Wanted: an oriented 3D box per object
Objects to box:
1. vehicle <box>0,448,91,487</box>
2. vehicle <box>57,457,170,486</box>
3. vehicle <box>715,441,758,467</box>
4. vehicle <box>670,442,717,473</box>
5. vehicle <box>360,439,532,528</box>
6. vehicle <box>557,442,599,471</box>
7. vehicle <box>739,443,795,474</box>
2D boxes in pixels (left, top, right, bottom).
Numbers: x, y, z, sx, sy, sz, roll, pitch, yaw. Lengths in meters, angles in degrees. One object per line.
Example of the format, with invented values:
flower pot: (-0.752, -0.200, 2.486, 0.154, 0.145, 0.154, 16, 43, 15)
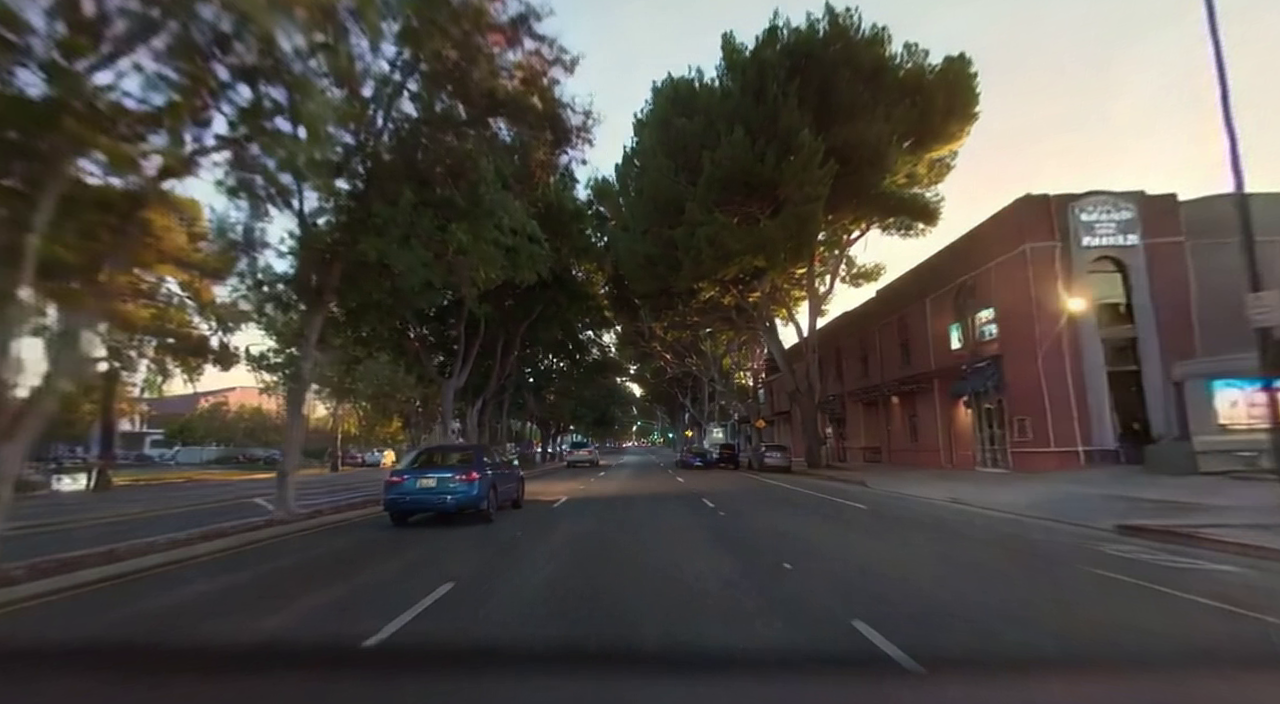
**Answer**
vehicle: (-29.393, 5.441, 29.733, 4.987, 1.709, 2.267, -1, -9, 2)
vehicle: (-29.366, 6.683, 35.337, 4.604, 1.498, 1.899, 0, -9, 1)
vehicle: (6.373, 6.802, 42.143, 1.983, 1.618, 4.108, 0, -9, -3)
vehicle: (2.741, 5.566, 33.551, 1.961, 1.482, 4.538, 0, -9, -2)
vehicle: (-3.598, 2.514, 12.718, 2.060, 1.466, 4.387, 0, -9, 0)
vehicle: (-3.876, 6.642, 40.462, 2.145, 1.694, 4.642, 0, -8, 1)
vehicle: (6.601, 5.544, 33.234, 1.896, 1.479, 4.416, 0, -8, -2)
